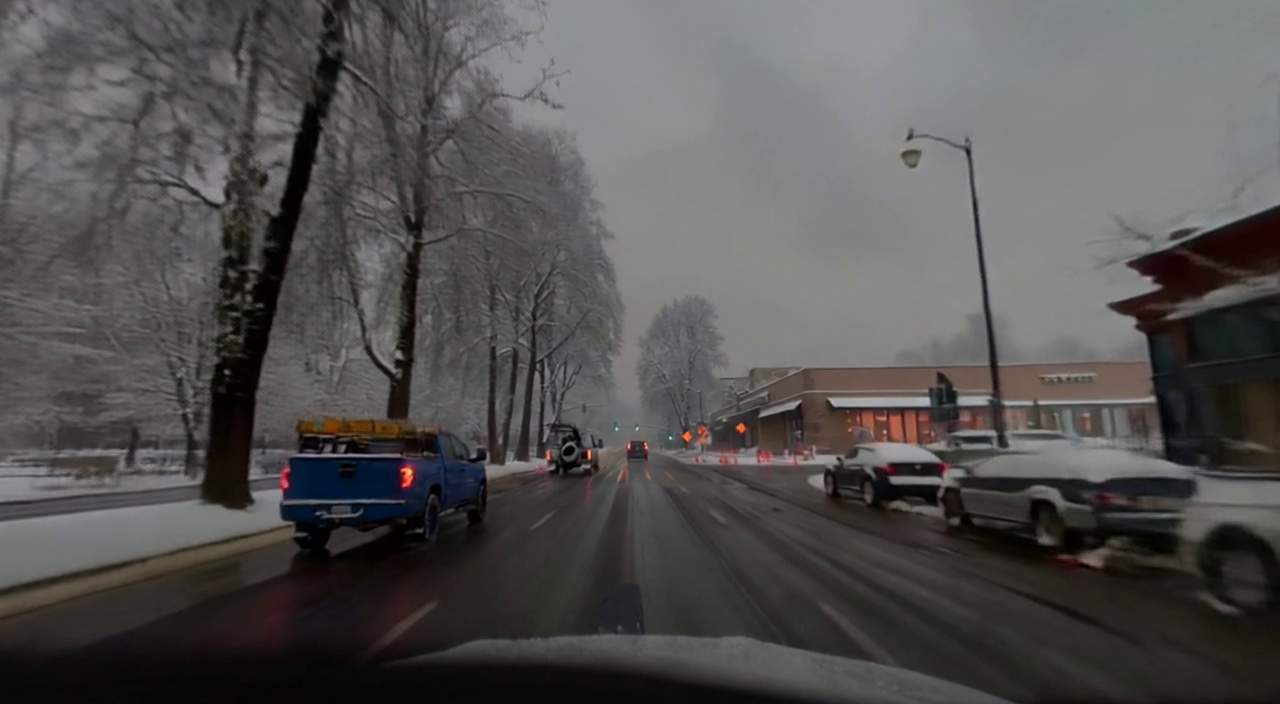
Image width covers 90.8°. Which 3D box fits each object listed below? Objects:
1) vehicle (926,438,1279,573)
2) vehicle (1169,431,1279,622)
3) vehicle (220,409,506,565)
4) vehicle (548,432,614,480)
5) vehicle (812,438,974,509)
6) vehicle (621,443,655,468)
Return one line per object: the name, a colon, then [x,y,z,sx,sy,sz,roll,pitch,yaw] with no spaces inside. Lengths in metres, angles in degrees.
vehicle: [6.686,2.147,9.872,2.012,1.523,5.204,0,-8,0]
vehicle: [6.027,1.185,3.681,2.045,1.505,4.615,-1,-8,3]
vehicle: [-3.666,1.889,9.563,2.327,1.775,4.430,0,-8,0]
vehicle: [-2.695,4.955,30.437,2.424,2.063,5.678,0,-8,2]
vehicle: [6.631,3.214,17.342,2.126,1.642,4.888,1,-9,-4]
vehicle: [-0.216,7.701,47.346,2.413,1.748,4.406,0,-8,-1]
